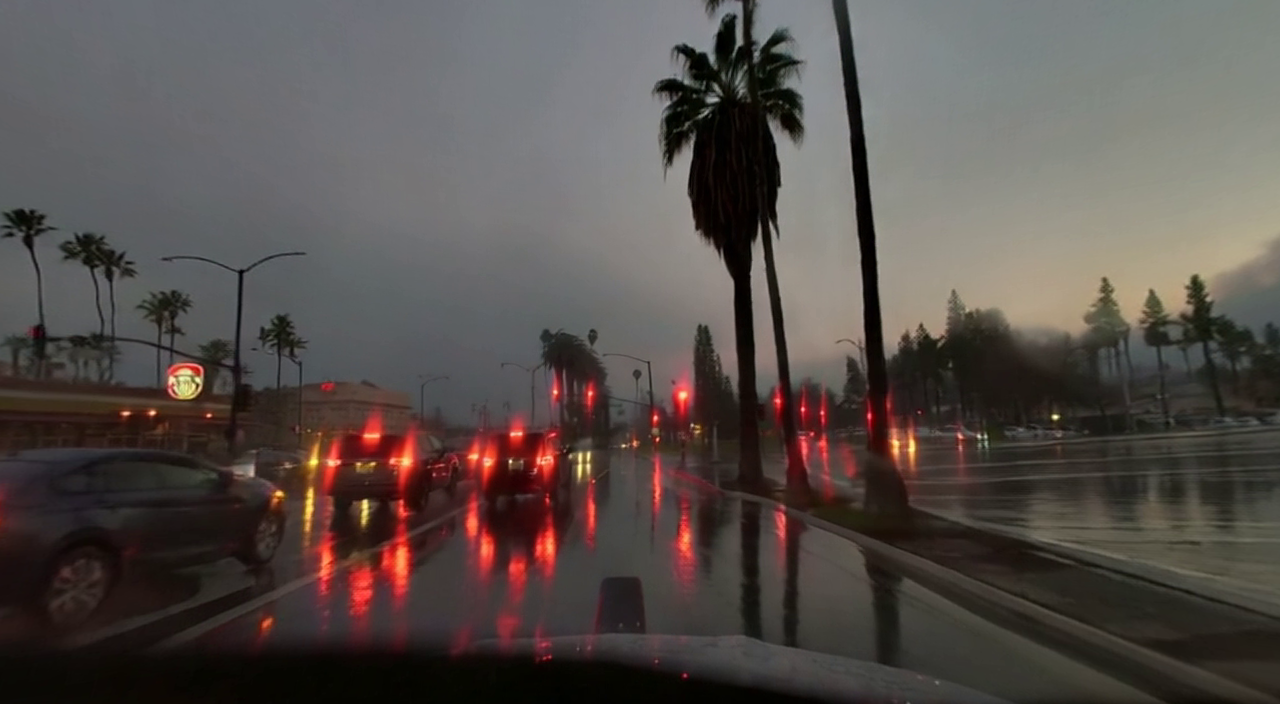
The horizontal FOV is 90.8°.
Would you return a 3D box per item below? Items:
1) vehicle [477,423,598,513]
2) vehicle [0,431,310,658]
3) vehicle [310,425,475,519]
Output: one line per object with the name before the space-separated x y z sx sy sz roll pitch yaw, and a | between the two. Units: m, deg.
vehicle | -2.193 2.650 14.838 2.153 1.759 4.320 0 -9 -1
vehicle | -5.453 1.627 6.246 1.885 1.567 4.775 0 -9 -1
vehicle | -5.622 2.783 15.174 2.025 1.862 4.804 0 -9 0
